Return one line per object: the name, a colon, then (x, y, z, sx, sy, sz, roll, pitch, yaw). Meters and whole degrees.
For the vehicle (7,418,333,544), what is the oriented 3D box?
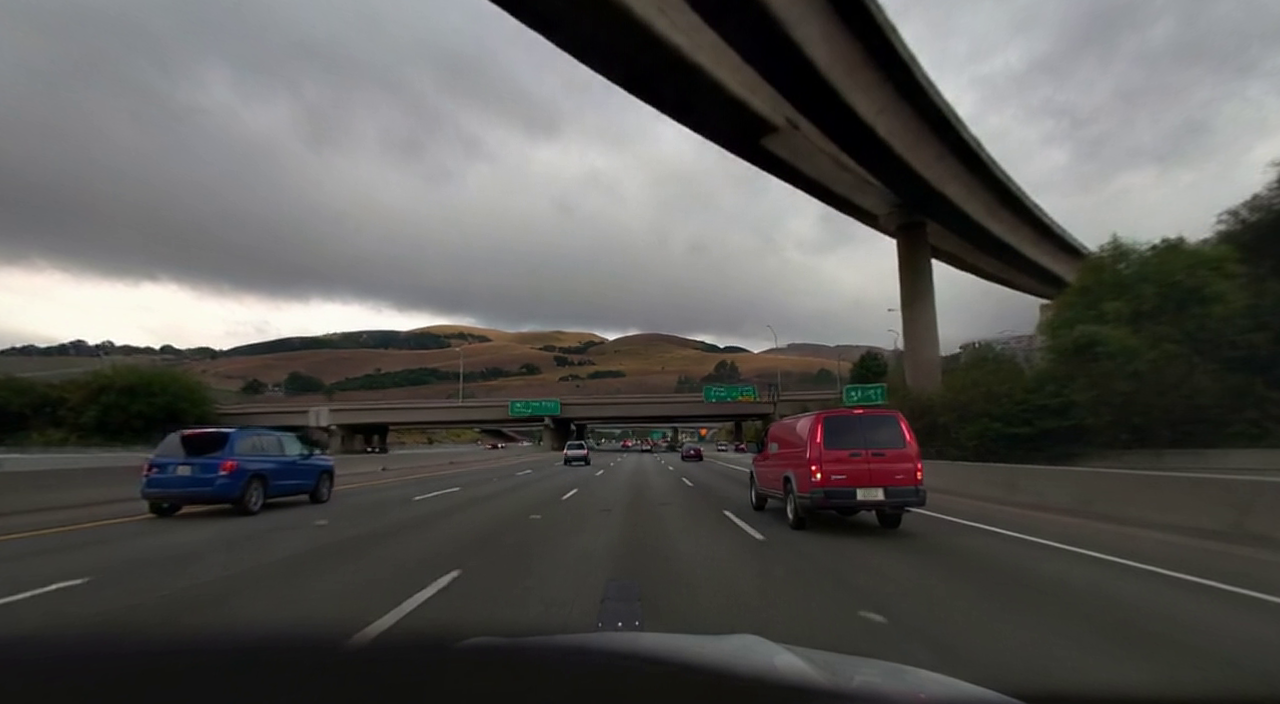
vehicle: (-7.613, 2.121, 11.032, 2.092, 1.712, 4.627, 0, -9, 1)

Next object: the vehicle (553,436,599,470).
vehicle: (-3.702, 5.947, 37.348, 2.144, 1.847, 4.850, 0, -8, 1)
